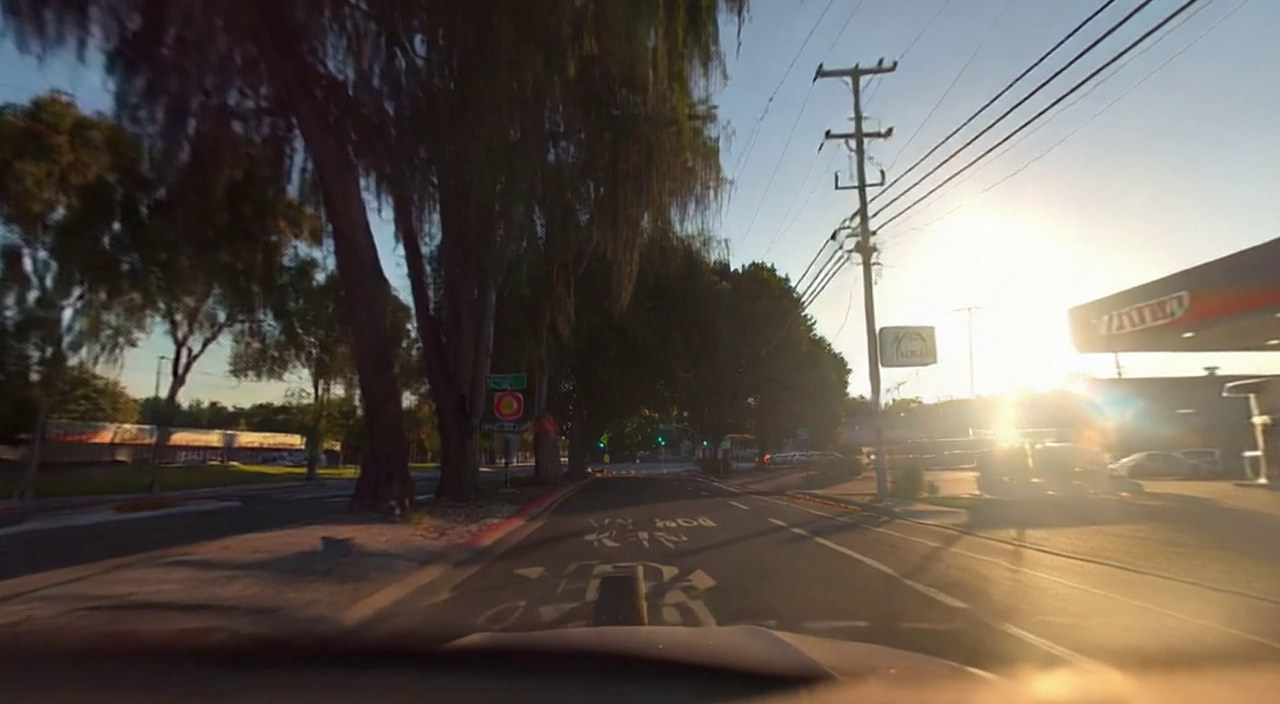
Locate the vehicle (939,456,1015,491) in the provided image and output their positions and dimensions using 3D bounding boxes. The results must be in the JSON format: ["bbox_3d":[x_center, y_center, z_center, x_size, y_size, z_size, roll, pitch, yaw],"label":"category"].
[{"bbox_3d":[18.581,6.674,35.073,2.041,1.674,4.301,2,-9,3],"label":"vehicle"}]

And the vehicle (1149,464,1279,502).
[{"bbox_3d":[25.901,5.881,28.683,2.113,1.461,3.997,0,-9,-1],"label":"vehicle"}]

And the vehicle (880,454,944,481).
[{"bbox_3d":[20.564,8.696,47.656,4.694,1.845,2.086,6,-10,-33],"label":"vehicle"}]

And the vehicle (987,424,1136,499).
[{"bbox_3d":[18.357,4.769,28.040,2.642,2.930,5.826,0,-9,2],"label":"vehicle"}]
